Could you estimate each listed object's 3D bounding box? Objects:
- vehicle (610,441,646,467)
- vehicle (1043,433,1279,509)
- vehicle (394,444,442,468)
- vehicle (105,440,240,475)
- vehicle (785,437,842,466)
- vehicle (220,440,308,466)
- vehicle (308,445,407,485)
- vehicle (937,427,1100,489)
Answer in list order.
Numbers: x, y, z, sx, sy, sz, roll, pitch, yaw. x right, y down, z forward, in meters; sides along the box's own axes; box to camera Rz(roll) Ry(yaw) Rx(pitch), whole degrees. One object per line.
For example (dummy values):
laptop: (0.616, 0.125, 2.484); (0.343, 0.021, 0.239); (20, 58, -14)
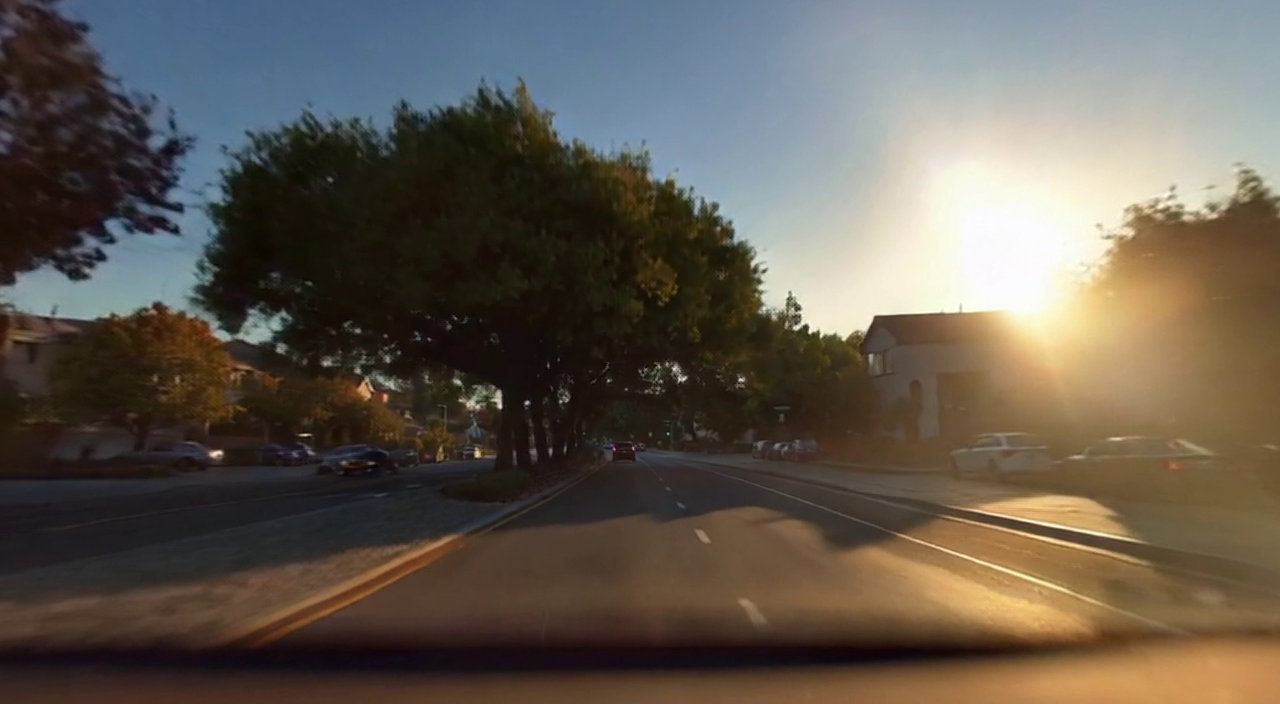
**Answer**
vehicle: (-0.761, 6.252, 38.805); (2.113, 1.462, 4.203); (0, -9, -2)
vehicle: (11.620, 2.622, 14.377); (1.838, 1.443, 4.563); (0, -9, 0)
vehicle: (-15.632, 7.332, 44.568); (1.884, 1.540, 3.927); (0, -9, 0)
vehicle: (-21.012, 4.745, 28.443); (4.547, 1.484, 1.914); (0, -9, 0)
vehicle: (11.210, 6.457, 41.056); (2.147, 1.767, 5.125); (0, -9, -1)
vehicle: (-23.512, 6.336, 39.497); (4.184, 1.528, 1.990); (0, -9, -3)
vehicle: (-11.119, 4.437, 25.181); (1.910, 1.431, 4.426); (0, -9, 0)
vehicle: (11.562, 3.275, 19.767); (2.156, 1.689, 4.774); (0, -9, 1)
